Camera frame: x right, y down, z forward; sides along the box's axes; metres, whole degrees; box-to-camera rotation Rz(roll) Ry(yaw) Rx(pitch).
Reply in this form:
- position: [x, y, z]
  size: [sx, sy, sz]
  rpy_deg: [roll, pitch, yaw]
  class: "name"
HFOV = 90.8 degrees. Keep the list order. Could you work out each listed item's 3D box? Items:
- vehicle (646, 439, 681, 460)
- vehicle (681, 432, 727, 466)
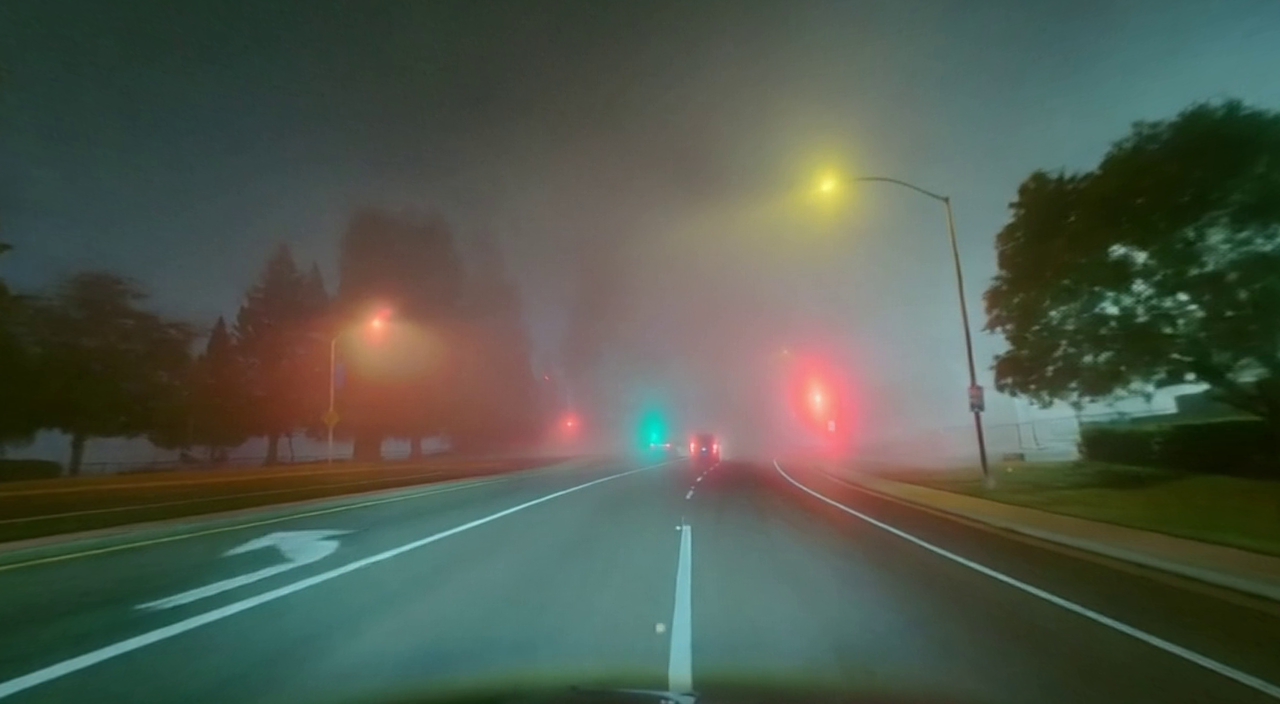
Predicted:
- position: [1.797, 7.338, 47.424]
  size: [1.952, 1.472, 4.312]
  rpy_deg: [-2, -9, 11]
  class: "vehicle"
- position: [4.020, 5.951, 38.942]
  size: [2.356, 1.931, 4.840]
  rpy_deg: [-2, -9, 11]
  class: "vehicle"
